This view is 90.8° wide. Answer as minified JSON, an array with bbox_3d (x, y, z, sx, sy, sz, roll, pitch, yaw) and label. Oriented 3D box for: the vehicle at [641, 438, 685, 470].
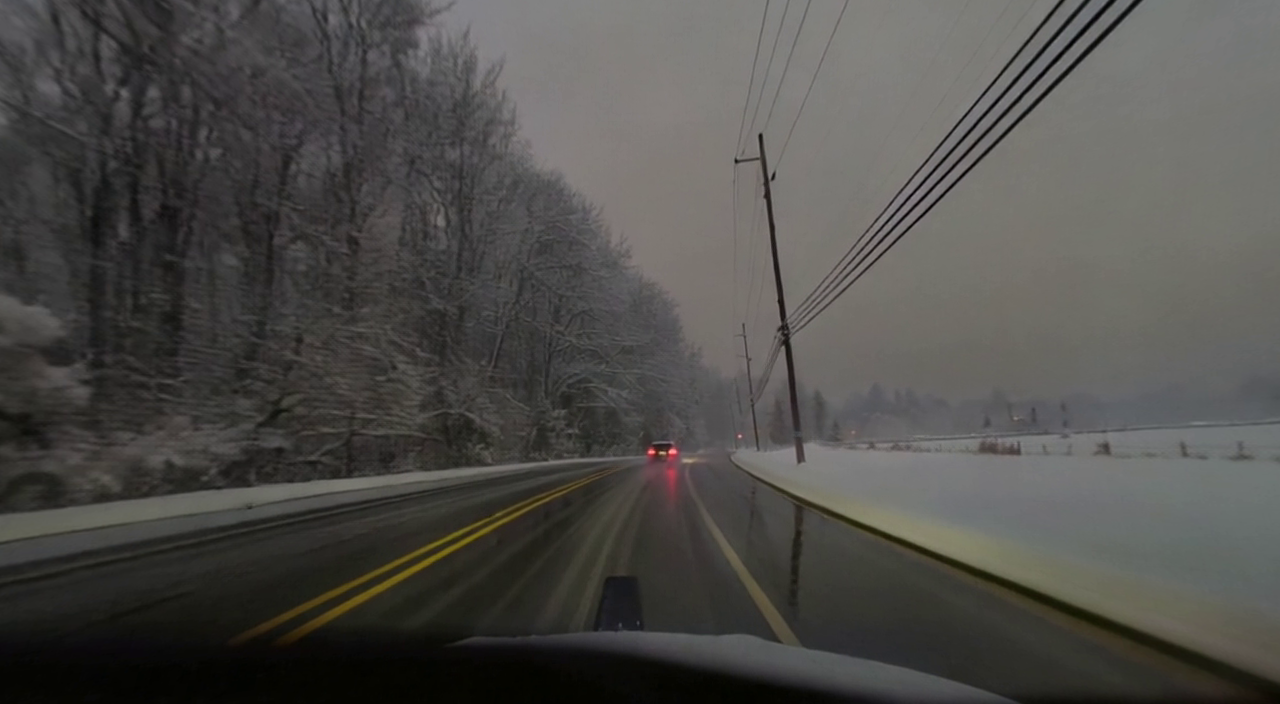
[{"bbox_3d":[1.246,5.173,32.312,2.059,1.524,3.963,-1,-8,5],"label":"vehicle"}]
